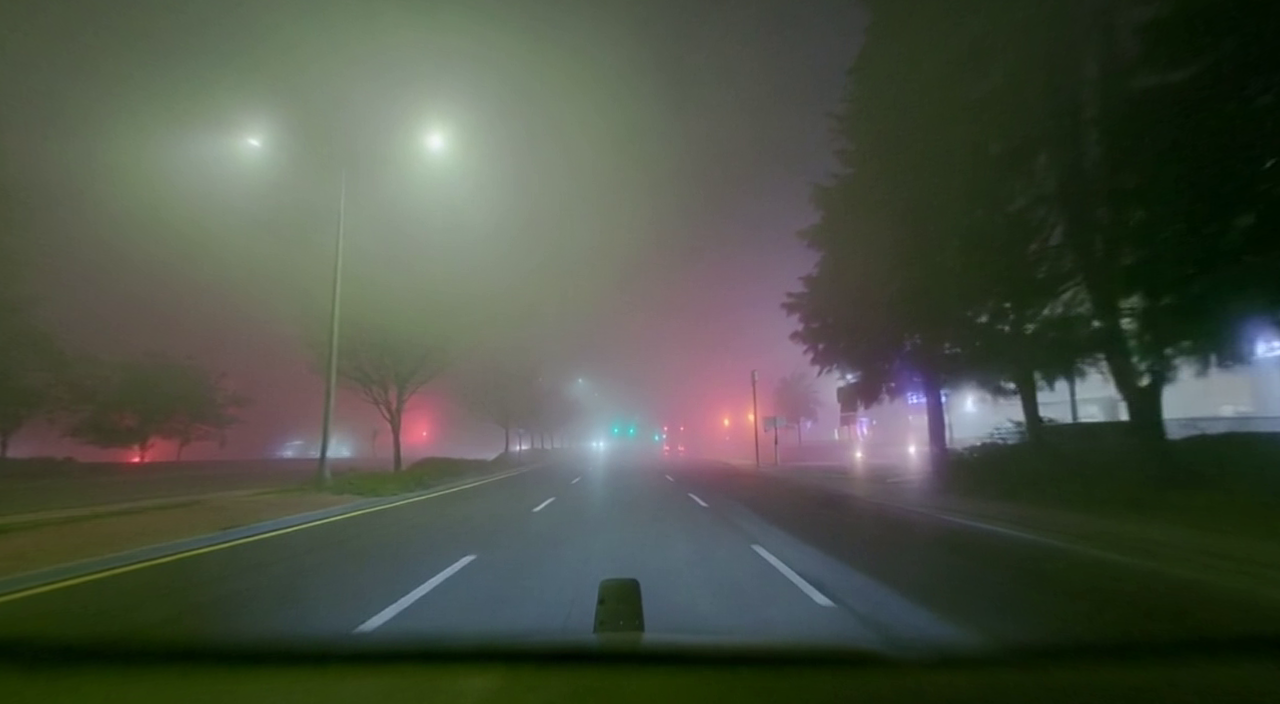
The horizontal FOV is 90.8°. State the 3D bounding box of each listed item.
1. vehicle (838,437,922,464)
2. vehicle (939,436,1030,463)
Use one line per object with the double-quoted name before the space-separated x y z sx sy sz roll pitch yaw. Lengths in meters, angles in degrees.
"vehicle" 14.419 5.935 38.162 4.296 1.596 1.807 0 -9 0
"vehicle" 20.852 5.907 38.364 4.416 1.561 1.876 0 -9 0
